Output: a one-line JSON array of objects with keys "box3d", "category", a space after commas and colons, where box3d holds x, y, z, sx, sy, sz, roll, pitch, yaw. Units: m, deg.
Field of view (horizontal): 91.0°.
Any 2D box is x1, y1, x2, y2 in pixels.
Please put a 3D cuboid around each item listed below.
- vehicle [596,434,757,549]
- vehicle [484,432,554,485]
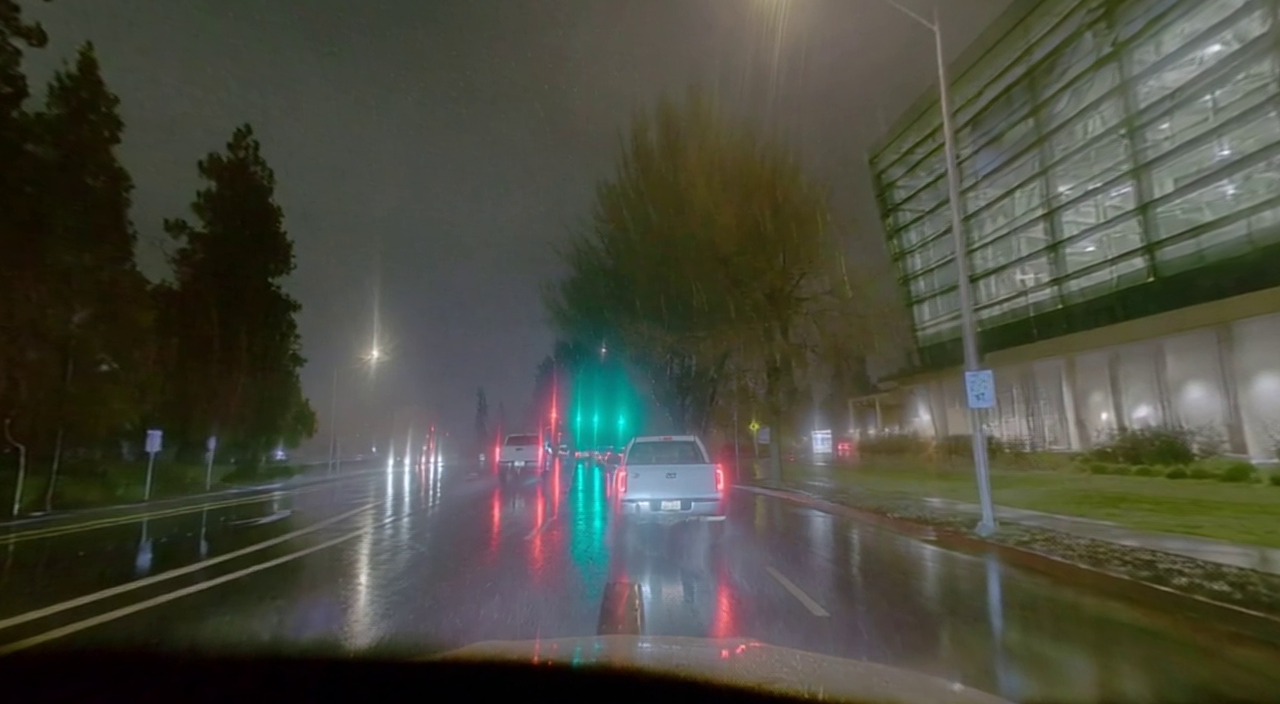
[{"box3d": [0.362, 2.202, 10.656, 2.142, 1.528, 4.133, 1, -9, -5], "category": "vehicle"}, {"box3d": [-5.037, 4.537, 27.183, 2.512, 1.992, 5.725, 1, -9, -7], "category": "vehicle"}]
